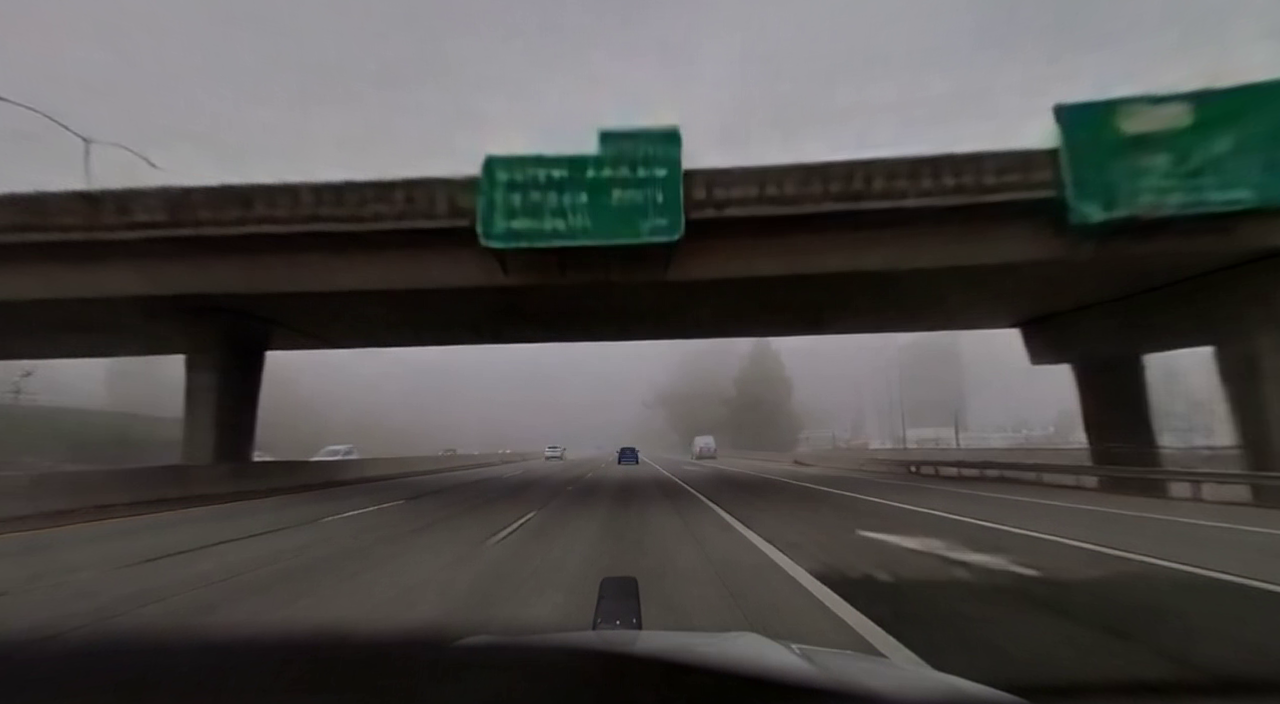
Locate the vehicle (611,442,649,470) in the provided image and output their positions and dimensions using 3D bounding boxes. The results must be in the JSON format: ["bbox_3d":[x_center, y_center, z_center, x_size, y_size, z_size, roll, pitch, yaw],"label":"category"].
[{"bbox_3d":[-0.578,5.899,35.957,2.012,1.471,4.059,0,-8,-2],"label":"vehicle"}]

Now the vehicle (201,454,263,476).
[{"bbox_3d":[-31.778,8.762,49.361,1.843,1.566,4.531,0,-8,-1],"label":"vehicle"}]
